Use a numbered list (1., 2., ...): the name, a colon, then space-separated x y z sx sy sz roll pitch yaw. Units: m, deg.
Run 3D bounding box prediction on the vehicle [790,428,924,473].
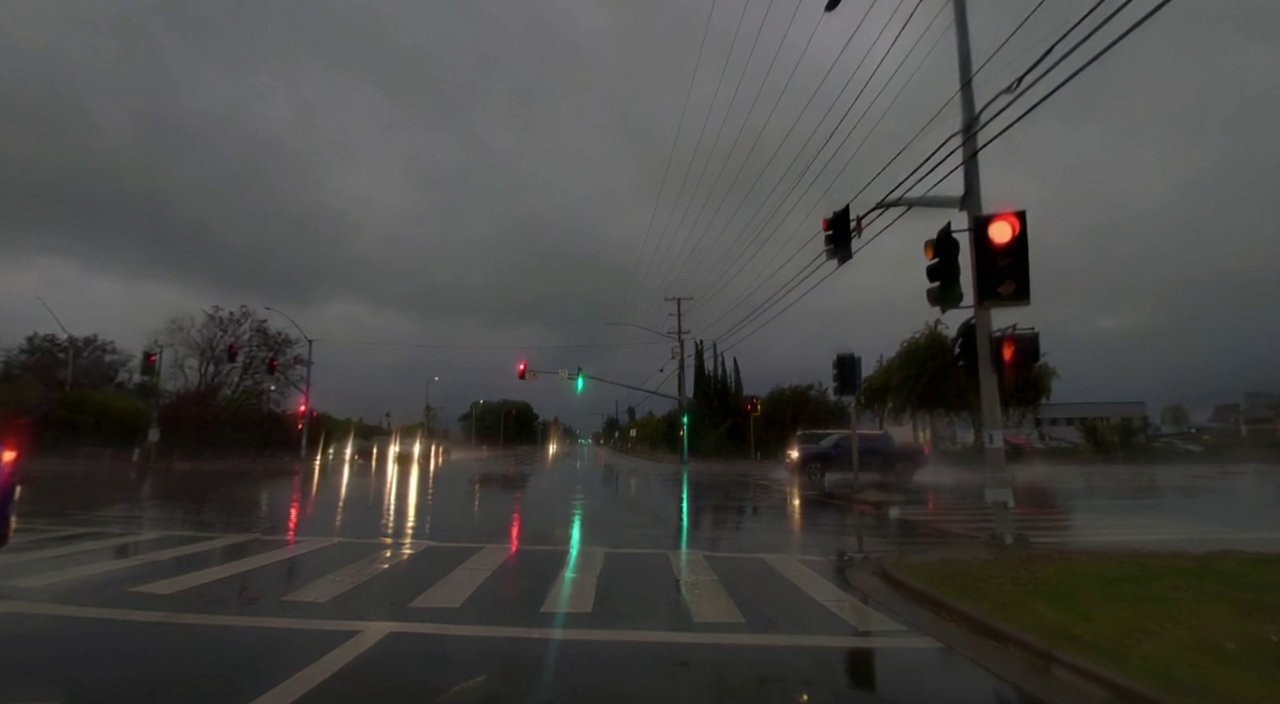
1. vehicle: 8.700 4.018 25.724 4.884 1.714 2.021 -2 -9 12
